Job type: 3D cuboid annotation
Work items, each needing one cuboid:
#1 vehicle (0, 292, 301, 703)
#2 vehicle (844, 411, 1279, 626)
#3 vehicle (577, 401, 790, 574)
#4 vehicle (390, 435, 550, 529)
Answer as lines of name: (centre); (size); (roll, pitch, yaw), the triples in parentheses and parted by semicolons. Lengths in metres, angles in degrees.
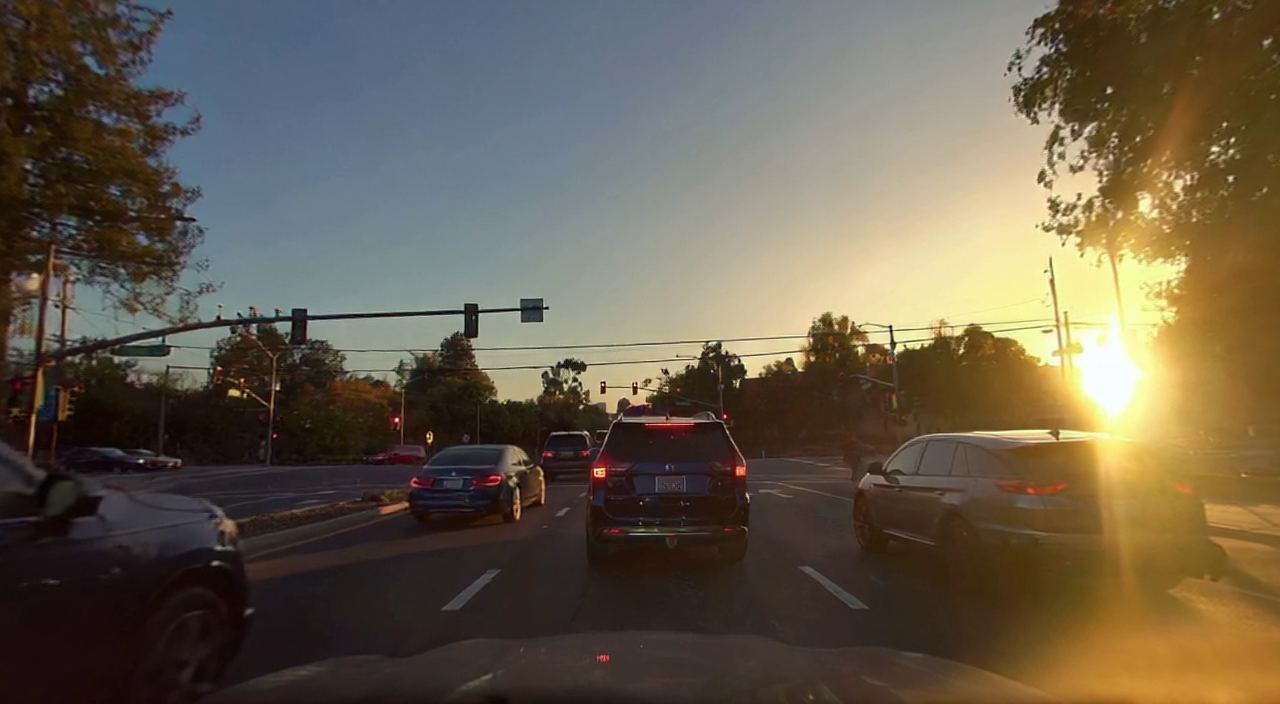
vehicle: (-3.112, 0.610, 1.305); (2.054, 1.814, 4.941); (0, -8, 0)
vehicle: (3.911, 1.545, 6.803); (1.954, 1.592, 3.992); (0, -8, -2)
vehicle: (0.436, 1.717, 8.715); (2.172, 1.764, 4.338); (0, -8, 0)
vehicle: (-3.026, 2.402, 12.273); (1.876, 1.497, 4.308); (0, -8, 1)
